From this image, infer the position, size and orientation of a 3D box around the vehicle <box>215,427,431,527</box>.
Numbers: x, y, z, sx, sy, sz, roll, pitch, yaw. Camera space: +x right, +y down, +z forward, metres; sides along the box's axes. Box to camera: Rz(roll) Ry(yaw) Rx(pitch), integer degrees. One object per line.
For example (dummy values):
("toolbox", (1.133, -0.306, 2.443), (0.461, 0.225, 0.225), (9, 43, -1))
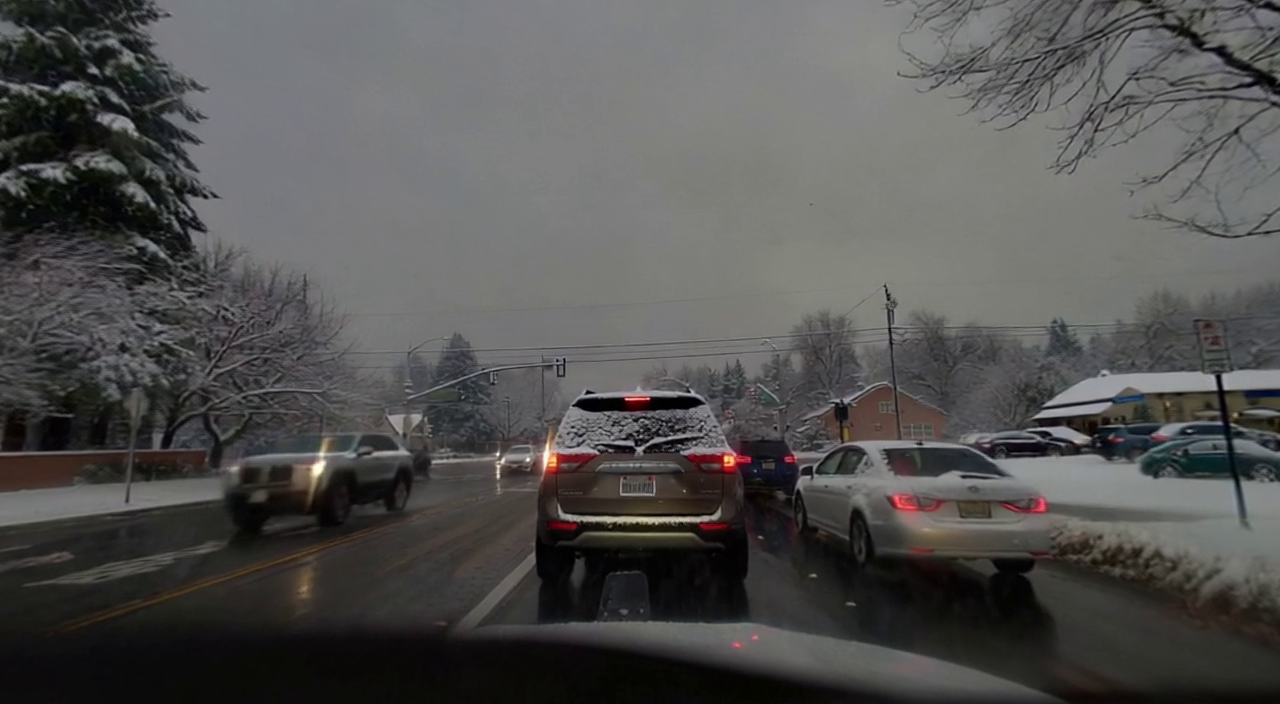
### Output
("vehicle", (-6.380, 2.562, 13.479), (2.153, 1.728, 4.753), (0, -9, 0))

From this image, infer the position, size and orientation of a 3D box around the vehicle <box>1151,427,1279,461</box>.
("vehicle", (25.946, 4.116, 28.142), (4.420, 1.469, 1.807), (0, -8, 1))

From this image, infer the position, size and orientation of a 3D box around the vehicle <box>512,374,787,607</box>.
("vehicle", (0.036, 1.469, 7.456), (2.296, 1.947, 4.168), (0, -9, -1))

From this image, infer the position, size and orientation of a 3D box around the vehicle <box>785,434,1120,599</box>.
("vehicle", (3.374, 1.832, 7.988), (1.900, 1.478, 4.425), (0, -9, -1))
